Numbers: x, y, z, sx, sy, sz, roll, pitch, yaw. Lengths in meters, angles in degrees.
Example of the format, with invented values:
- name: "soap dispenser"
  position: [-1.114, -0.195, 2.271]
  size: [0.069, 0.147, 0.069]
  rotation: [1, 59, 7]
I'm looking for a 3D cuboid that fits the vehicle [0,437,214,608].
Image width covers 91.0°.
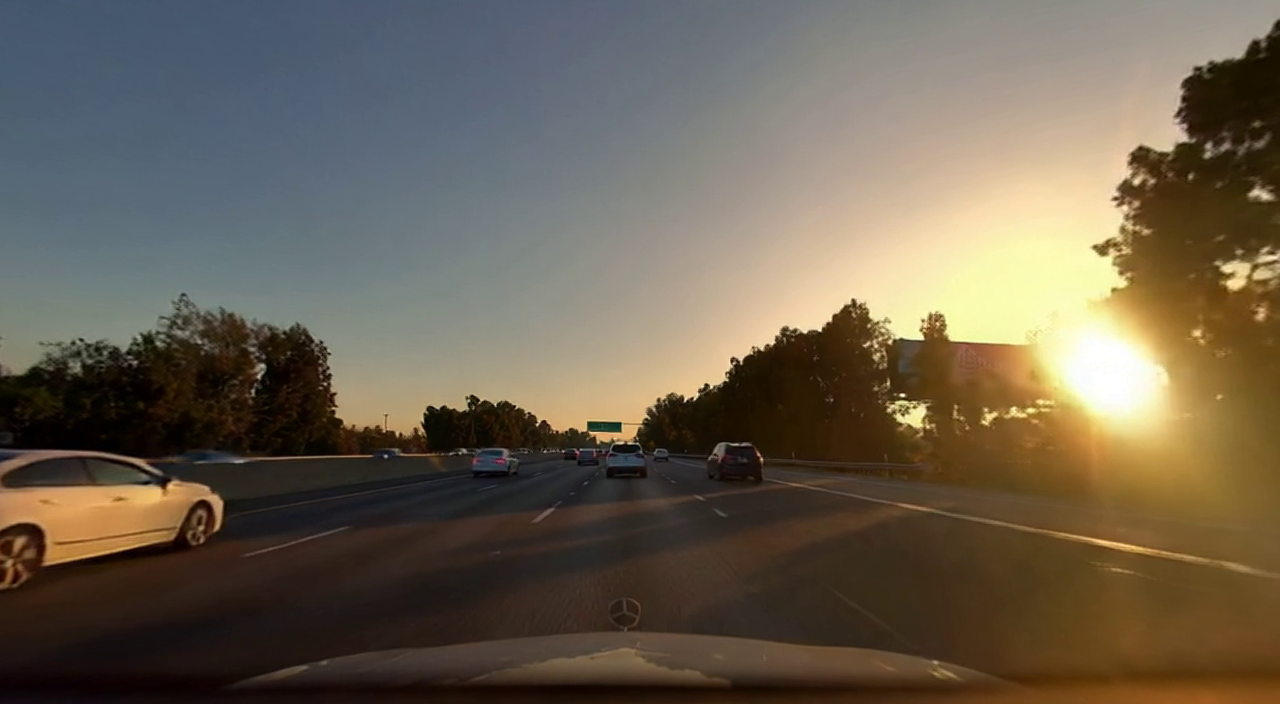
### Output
- name: "vehicle"
  position: [-6.662, 1.578, 5.981]
  size: [1.918, 1.509, 4.736]
  rotation: [0, -9, 0]

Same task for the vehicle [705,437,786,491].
- name: "vehicle"
  position: [3.583, 3.889, 22.226]
  size: [1.925, 1.716, 4.378]
  rotation: [0, -9, -2]

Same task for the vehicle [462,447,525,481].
- name: "vehicle"
  position: [-7.054, 5.408, 30.736]
  size: [1.892, 1.468, 4.792]
  rotation: [0, -9, 0]

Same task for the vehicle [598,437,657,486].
- name: "vehicle"
  position: [-0.477, 4.298, 25.110]
  size: [2.127, 1.749, 4.776]
  rotation: [0, -9, 0]
